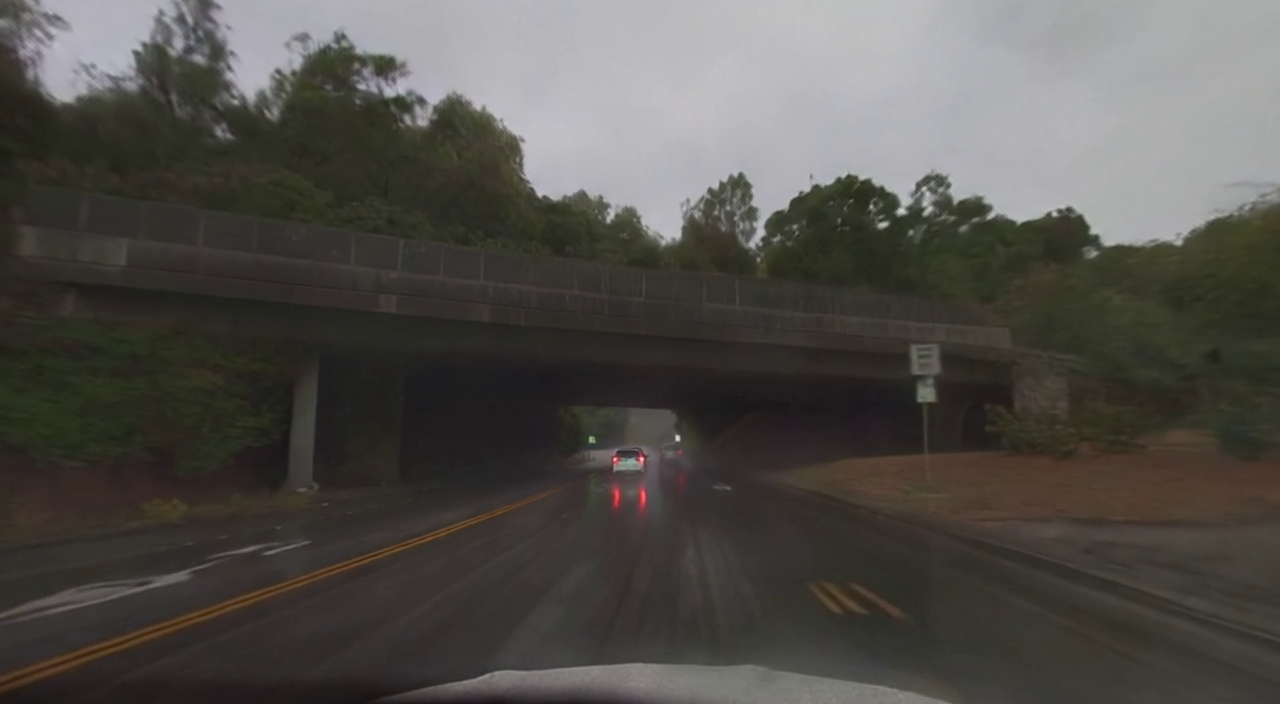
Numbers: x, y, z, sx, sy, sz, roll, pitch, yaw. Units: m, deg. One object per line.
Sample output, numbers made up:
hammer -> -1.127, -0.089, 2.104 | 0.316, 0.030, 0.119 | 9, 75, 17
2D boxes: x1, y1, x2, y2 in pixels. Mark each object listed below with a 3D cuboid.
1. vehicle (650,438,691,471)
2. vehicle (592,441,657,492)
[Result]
vehicle -> 1.930, 6.662, 41.008 | 2.273, 2.010, 4.396 | 0, -9, -2
vehicle -> -0.480, 3.909, 21.731 | 2.037, 1.601, 3.643 | 0, -9, 0
